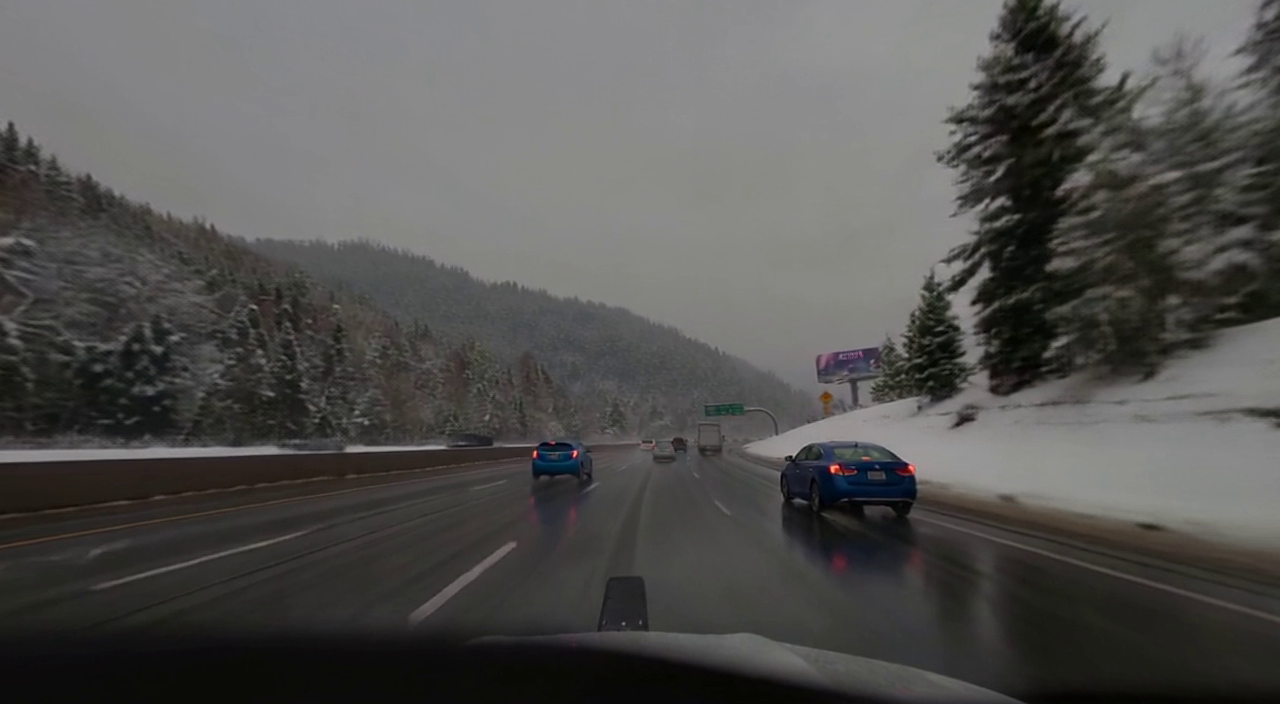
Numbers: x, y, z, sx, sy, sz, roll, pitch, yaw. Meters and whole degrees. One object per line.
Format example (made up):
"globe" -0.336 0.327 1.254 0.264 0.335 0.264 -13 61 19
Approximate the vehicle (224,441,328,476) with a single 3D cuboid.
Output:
"vehicle" -19.078 5.603 33.420 2.094 1.696 5.276 -1 -8 4

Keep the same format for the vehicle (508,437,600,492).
"vehicle" -2.520 3.464 19.797 2.031 1.491 4.792 -1 -8 3

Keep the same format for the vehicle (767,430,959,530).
"vehicle" 3.837 2.273 11.828 2.013 1.464 4.317 1 -8 0

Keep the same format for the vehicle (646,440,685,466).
"vehicle" 1.560 6.075 38.098 2.202 1.467 3.929 -1 -8 3
